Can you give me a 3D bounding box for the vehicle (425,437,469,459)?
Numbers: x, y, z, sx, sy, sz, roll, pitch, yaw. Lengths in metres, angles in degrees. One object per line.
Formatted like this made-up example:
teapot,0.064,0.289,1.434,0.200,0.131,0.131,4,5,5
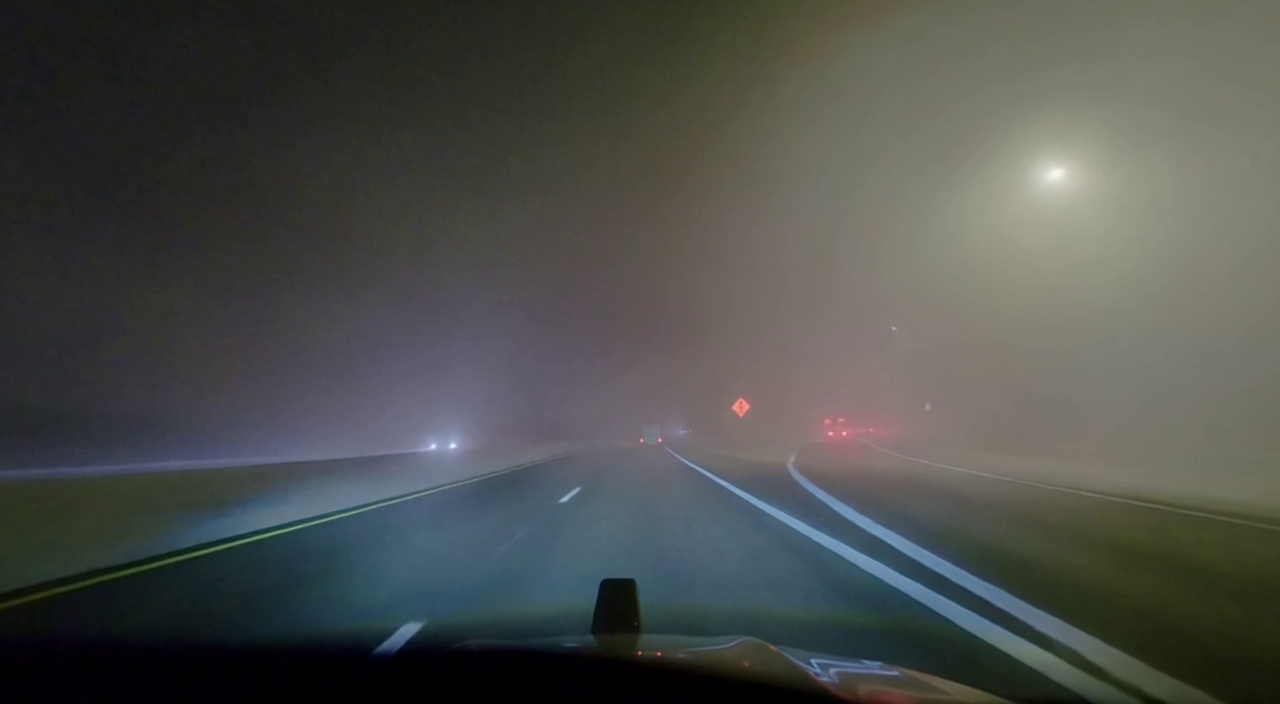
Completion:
vehicle,-13.746,6.828,44.979,1.828,1.495,4.024,0,-8,1
